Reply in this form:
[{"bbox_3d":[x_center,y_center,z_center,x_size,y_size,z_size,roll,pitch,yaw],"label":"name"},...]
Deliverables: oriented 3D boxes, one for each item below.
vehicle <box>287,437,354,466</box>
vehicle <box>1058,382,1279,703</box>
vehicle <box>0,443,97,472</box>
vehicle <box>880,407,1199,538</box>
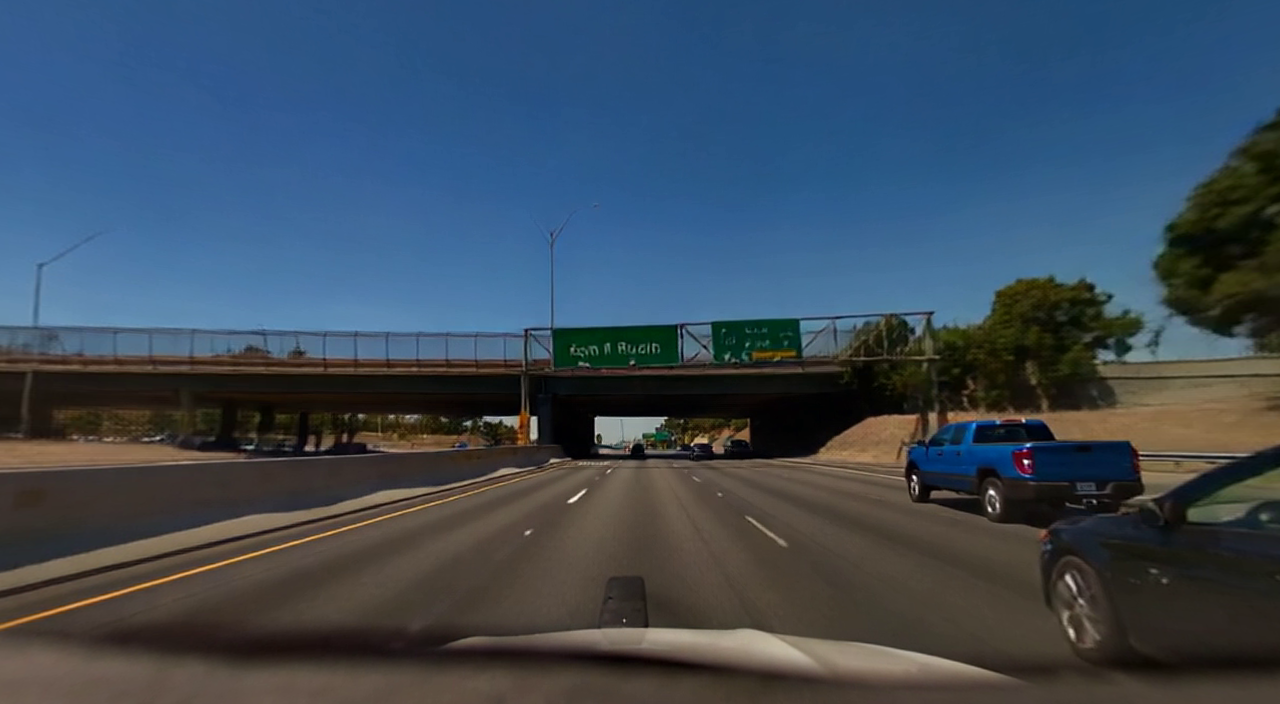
[{"bbox_3d":[-21.397,6.672,42.436,2.021,1.768,4.687,0,-8,0],"label":"vehicle"},{"bbox_3d":[3.221,0.670,0.780,2.119,1.524,4.807,0,-8,0],"label":"vehicle"},{"bbox_3d":[-33.309,5.824,35.120,1.833,1.479,4.495,-1,-8,4],"label":"vehicle"},{"bbox_3d":[6.845,2.149,12.023,2.182,1.852,5.926,0,-8,0],"label":"vehicle"}]
